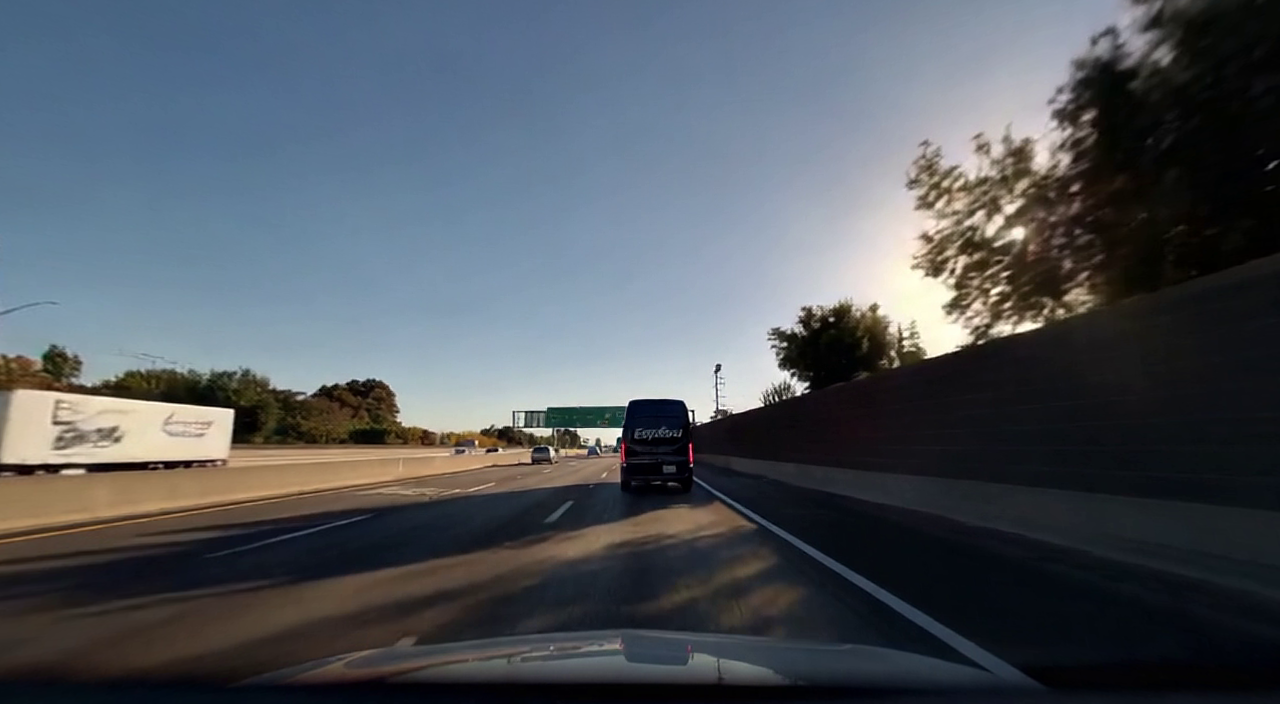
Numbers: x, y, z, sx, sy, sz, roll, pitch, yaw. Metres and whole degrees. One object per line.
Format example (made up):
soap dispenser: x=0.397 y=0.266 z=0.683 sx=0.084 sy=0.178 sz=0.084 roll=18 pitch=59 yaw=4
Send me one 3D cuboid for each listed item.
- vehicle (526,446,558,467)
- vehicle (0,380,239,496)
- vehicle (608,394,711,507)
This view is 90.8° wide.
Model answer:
vehicle: x=-7.484 y=8.017 z=48.551 sx=1.829 sy=1.518 sz=3.776 roll=0 pitch=-9 yaw=0
vehicle: x=-23.940 y=4.000 z=28.342 sx=2.870 sy=4.012 sz=13.572 roll=0 pitch=-9 yaw=0
vehicle: x=0.357 y=2.668 z=17.148 sx=2.332 sy=2.558 sz=5.314 roll=0 pitch=-9 yaw=-2
